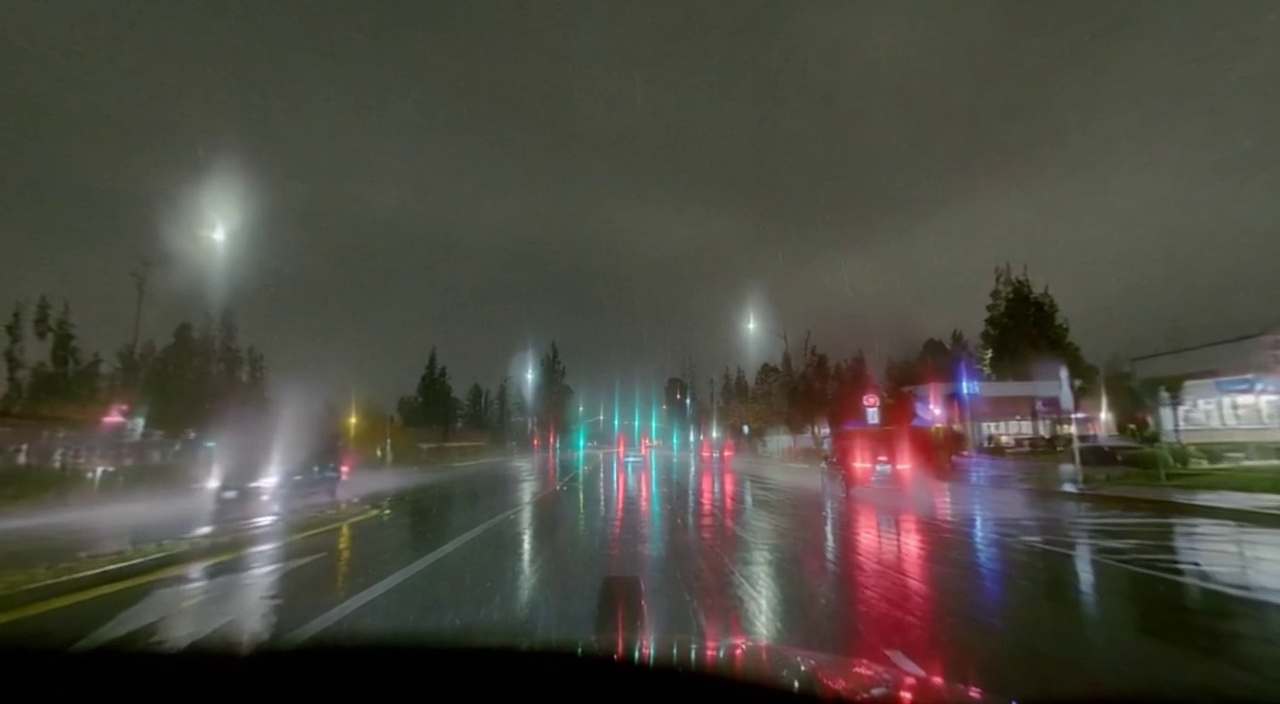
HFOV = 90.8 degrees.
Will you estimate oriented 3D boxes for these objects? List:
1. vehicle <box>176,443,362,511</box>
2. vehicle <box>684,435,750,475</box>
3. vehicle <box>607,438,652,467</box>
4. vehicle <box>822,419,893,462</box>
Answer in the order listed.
[{"bbox_3d":[-9.536,3.207,16.823,2.140,1.549,4.590,0,-8,0],"label":"vehicle"},{"bbox_3d":[3.065,4.210,26.076,2.057,1.491,4.675,0,-8,-1],"label":"vehicle"},{"bbox_3d":[-0.510,5.353,33.828,2.242,1.474,4.127,0,-8,0],"label":"vehicle"},{"bbox_3d":[13.248,5.428,38.717,3.340,2.479,2.547,0,-8,-2],"label":"vehicle"}]
